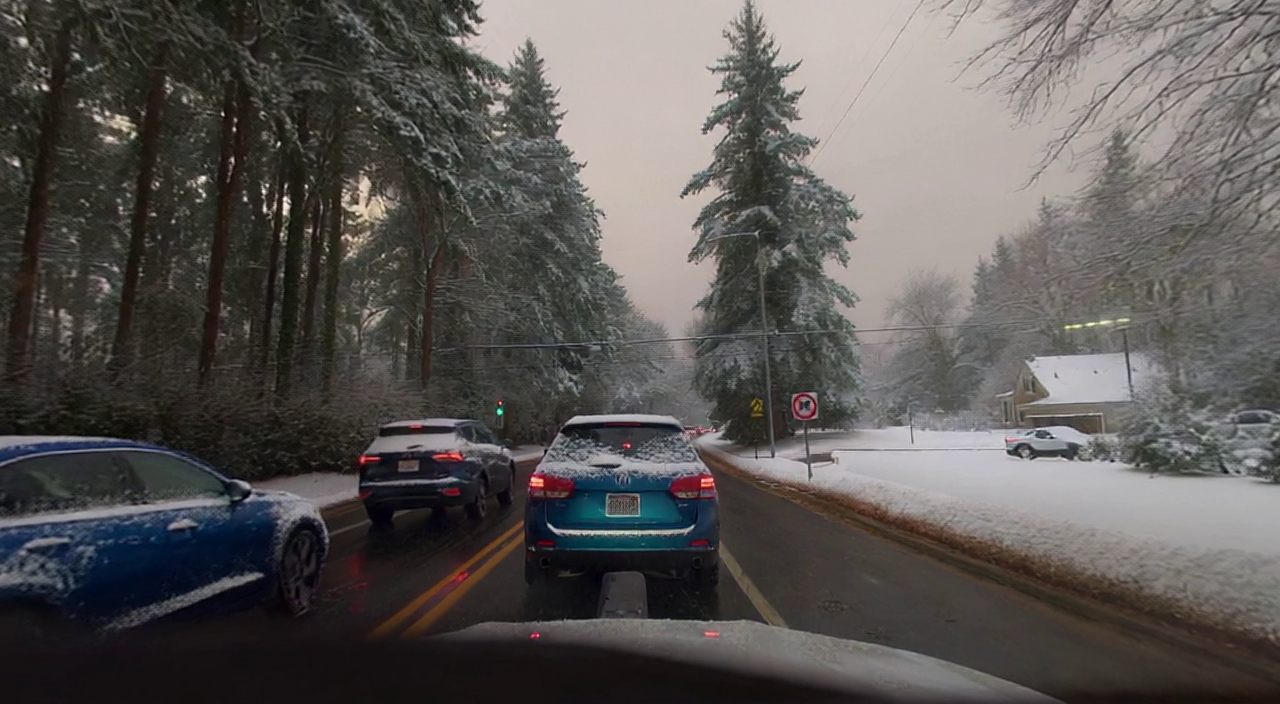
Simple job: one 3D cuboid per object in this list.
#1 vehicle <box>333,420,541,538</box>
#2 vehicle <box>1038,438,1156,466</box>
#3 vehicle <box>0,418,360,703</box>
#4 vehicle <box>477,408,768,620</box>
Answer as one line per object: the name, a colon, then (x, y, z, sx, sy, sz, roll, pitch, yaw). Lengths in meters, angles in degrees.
vehicle: (-3.422, 2.247, 11.838, 2.188, 1.745, 4.618, 0, -8, 2)
vehicle: (28.466, 6.214, 39.451, 5.955, 1.702, 2.166, 1, -8, -6)
vehicle: (-3.697, 1.171, 3.734, 1.922, 1.464, 4.424, 0, -8, 2)
vehicle: (-0.041, 1.527, 6.865, 2.229, 1.591, 3.897, -1, -8, 3)
